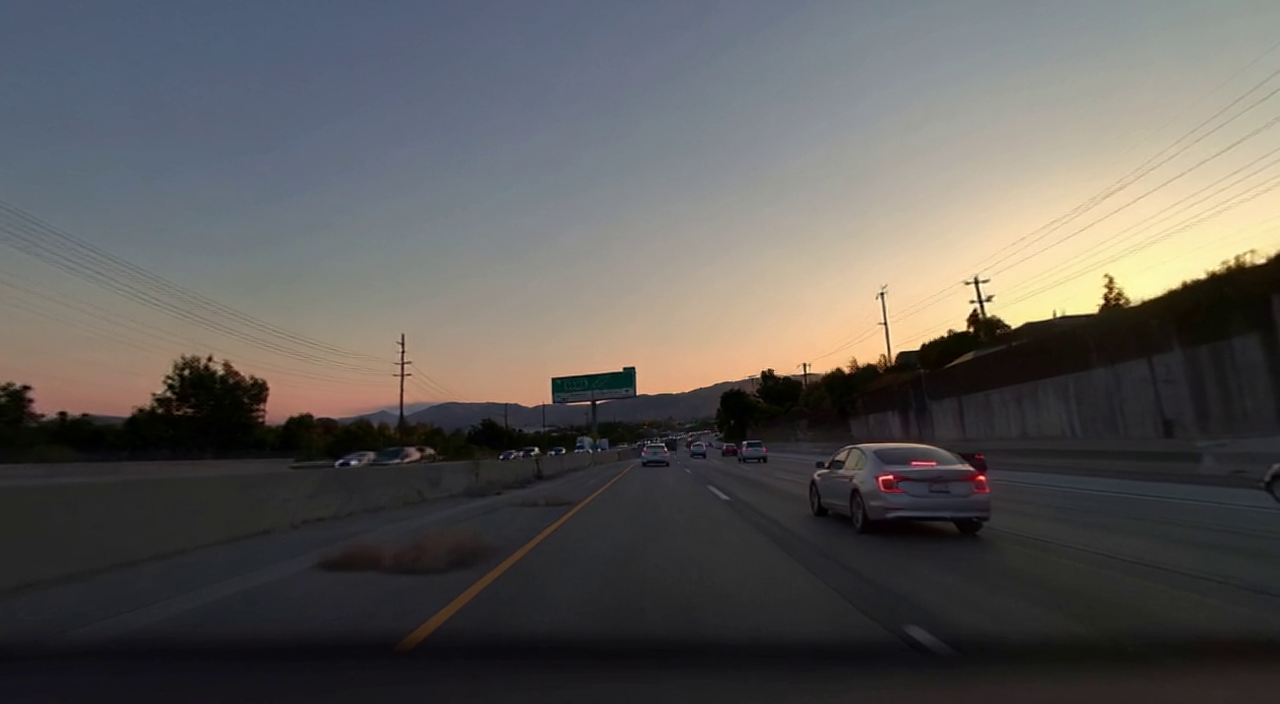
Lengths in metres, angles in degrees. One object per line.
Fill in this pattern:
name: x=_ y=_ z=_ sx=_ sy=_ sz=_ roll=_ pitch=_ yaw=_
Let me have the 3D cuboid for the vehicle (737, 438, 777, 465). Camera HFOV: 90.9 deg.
vehicle: x=8.416 y=7.168 z=45.647 sx=2.041 sy=1.821 sz=4.562 roll=0 pitch=-8 yaw=0

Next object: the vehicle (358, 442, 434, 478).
vehicle: x=-13.772 y=6.098 z=35.966 sx=2.080 sy=1.857 sz=5.305 roll=0 pitch=-8 yaw=2

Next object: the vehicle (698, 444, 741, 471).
vehicle: x=4.541 y=6.048 z=36.420 sx=1.936 sy=1.465 sz=4.060 roll=0 pitch=-8 yaw=0

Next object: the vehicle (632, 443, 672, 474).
vehicle: x=0.655 y=5.813 z=34.727 sx=2.042 sy=1.581 sz=3.769 roll=0 pitch=-8 yaw=1

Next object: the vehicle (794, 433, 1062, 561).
vehicle: x=3.910 y=2.025 z=9.626 sx=1.986 sy=1.478 sz=4.429 roll=0 pitch=-8 yaw=0
